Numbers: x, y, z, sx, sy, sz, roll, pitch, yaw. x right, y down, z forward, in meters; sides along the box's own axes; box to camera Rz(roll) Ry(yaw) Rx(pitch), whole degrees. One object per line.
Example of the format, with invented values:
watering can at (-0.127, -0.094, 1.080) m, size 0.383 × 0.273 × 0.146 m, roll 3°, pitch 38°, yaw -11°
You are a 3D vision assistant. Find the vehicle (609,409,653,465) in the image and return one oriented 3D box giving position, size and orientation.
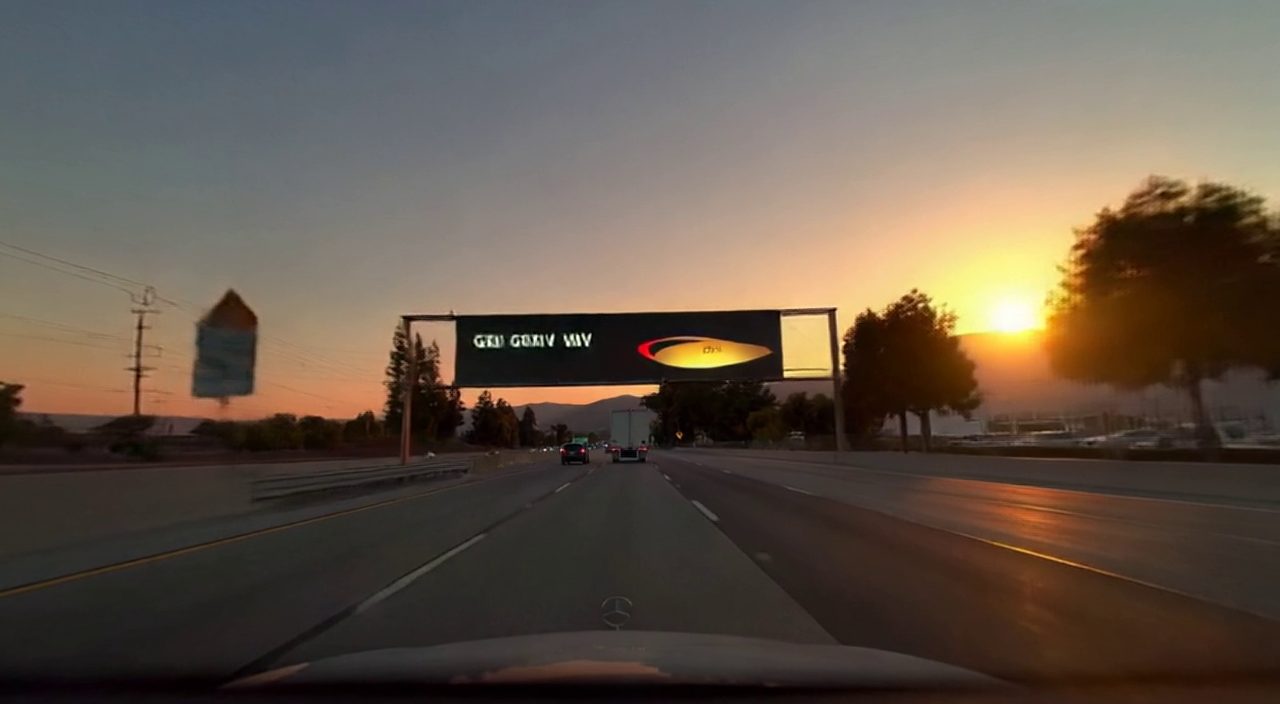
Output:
vehicle at (-0.590, 6.693, 49.104) m, size 3.000 × 3.786 × 11.740 m, roll 0°, pitch -8°, yaw 0°

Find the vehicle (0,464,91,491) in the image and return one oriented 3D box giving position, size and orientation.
vehicle at (-41.180, 8.619, 43.585) m, size 1.961 × 1.565 × 5.038 m, roll 0°, pitch -8°, yaw 1°

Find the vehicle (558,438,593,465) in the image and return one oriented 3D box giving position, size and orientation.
vehicle at (-4.797, 7.491, 47.550) m, size 2.095 × 1.930 × 4.680 m, roll 0°, pitch -8°, yaw 0°
